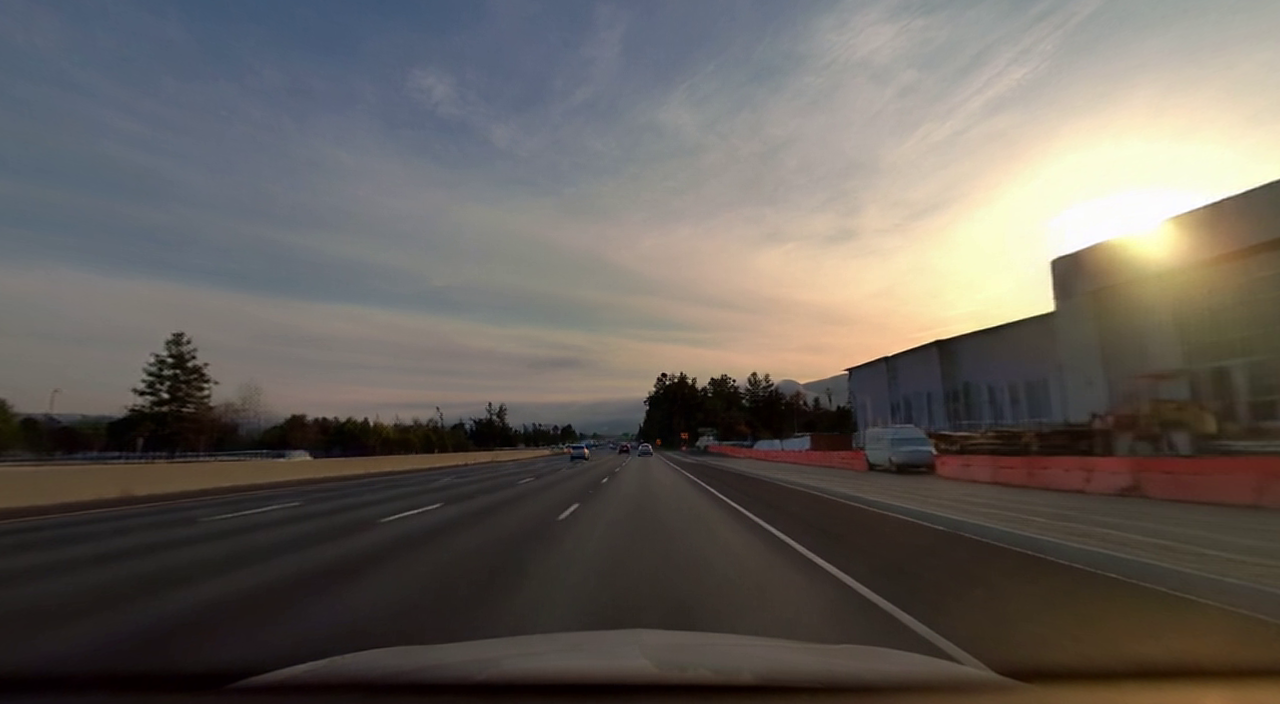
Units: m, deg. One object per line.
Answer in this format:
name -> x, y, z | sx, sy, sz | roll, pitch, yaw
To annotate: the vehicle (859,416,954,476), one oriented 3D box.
vehicle -> 14.208, 5.114, 33.997 | 2.763, 2.805, 4.926 | -3, -10, 0
